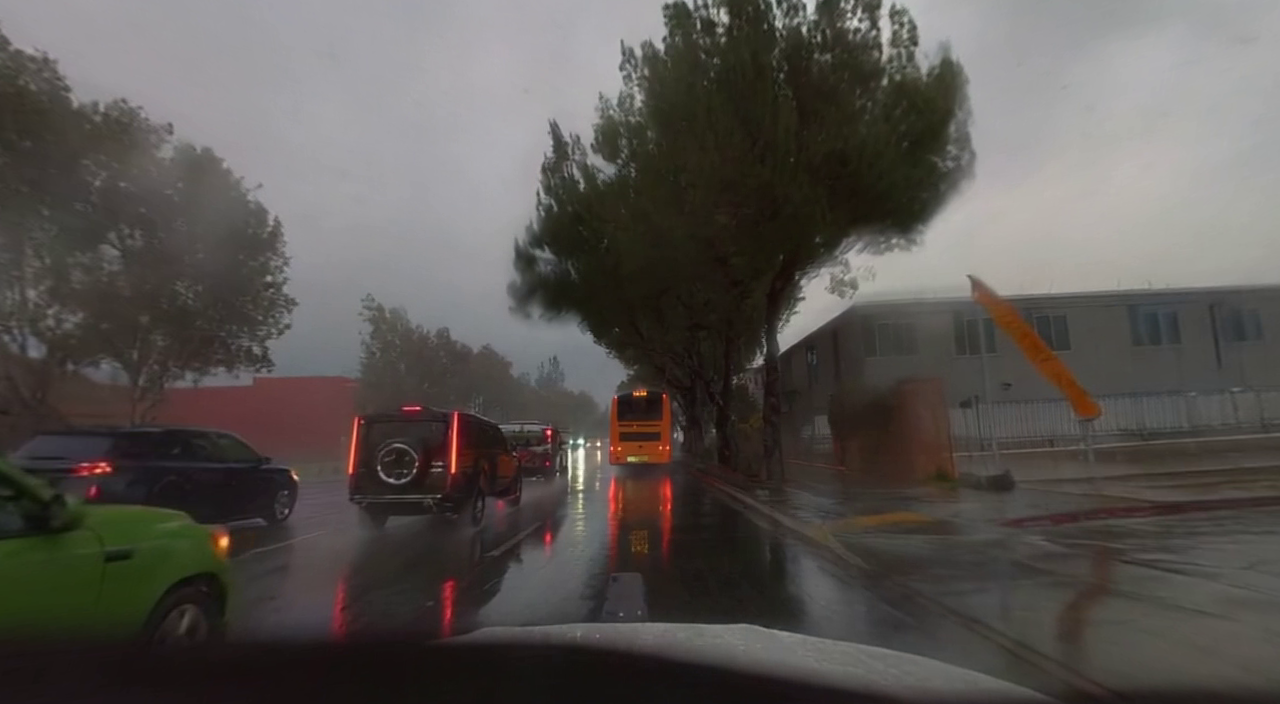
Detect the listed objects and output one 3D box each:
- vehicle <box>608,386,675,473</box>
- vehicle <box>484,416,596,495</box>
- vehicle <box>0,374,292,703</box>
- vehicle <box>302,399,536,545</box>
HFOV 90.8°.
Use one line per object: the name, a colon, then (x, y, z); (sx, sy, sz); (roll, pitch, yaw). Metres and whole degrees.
vehicle: (0.083, 4.339, 34.235); (2.970, 3.857, 12.200); (0, -9, 0)
vehicle: (-2.940, 3.279, 20.243); (2.546, 2.125, 5.869); (0, -9, 1)
vehicle: (-3.303, 0.805, 1.789); (2.042, 1.571, 4.475); (0, -9, 1)
vehicle: (-3.298, 1.954, 10.819); (2.095, 1.892, 5.043); (0, -9, 1)
